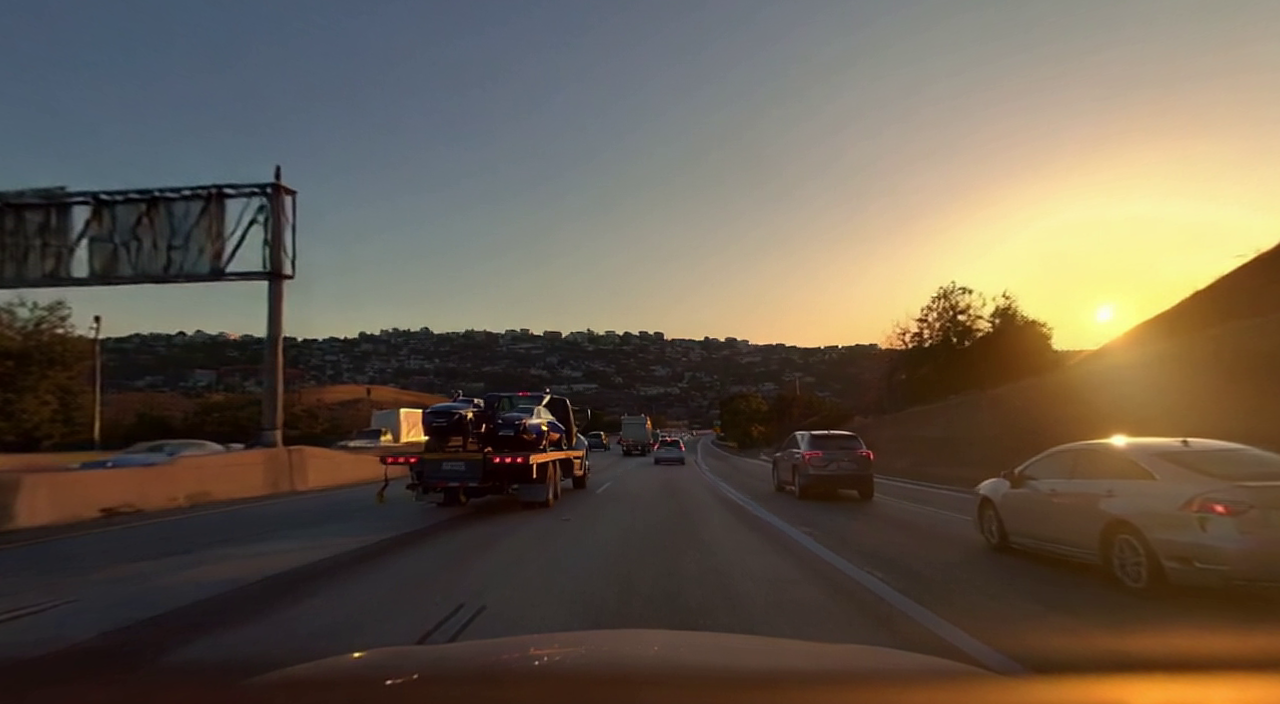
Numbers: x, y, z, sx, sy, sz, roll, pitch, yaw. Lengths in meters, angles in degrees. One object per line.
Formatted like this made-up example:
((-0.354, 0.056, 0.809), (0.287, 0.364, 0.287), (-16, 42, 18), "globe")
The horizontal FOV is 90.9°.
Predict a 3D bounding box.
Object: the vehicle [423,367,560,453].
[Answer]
((-3.181, 1.471, 14.655), (1.893, 1.674, 4.766), (0, -8, 2), "vehicle")

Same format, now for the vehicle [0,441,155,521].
((-13.006, 2.621, 13.178), (1.937, 1.489, 4.688), (0, -8, 1), "vehicle")

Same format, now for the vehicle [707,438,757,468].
((5.158, 5.715, 35.878), (2.075, 1.614, 4.682), (0, -8, -1), "vehicle")

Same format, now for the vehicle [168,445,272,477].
((-20.006, 5.178, 30.293), (1.891, 1.446, 4.389), (0, -8, 2), "vehicle")

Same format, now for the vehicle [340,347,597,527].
((-3.166, 2.127, 15.557), (3.162, 2.955, 10.282), (0, -8, 2), "vehicle")

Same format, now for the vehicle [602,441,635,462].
((-1.520, 7.257, 46.098), (2.016, 1.450, 4.310), (-1, -8, 3), "vehicle")

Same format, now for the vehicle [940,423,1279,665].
((4.894, 1.461, 5.748), (2.040, 1.481, 4.260), (0, -8, -3), "vehicle")

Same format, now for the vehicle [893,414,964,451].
((20.678, 5.868, 45.440), (2.433, 2.488, 4.939), (1, -9, -4), "vehicle")

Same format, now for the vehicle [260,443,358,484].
((-12.984, 4.363, 25.003), (1.824, 1.475, 3.671), (0, -8, 2), "vehicle")

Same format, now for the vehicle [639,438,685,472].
((1.043, 4.909, 30.204), (2.079, 1.499, 3.915), (0, -8, 2), "vehicle")
